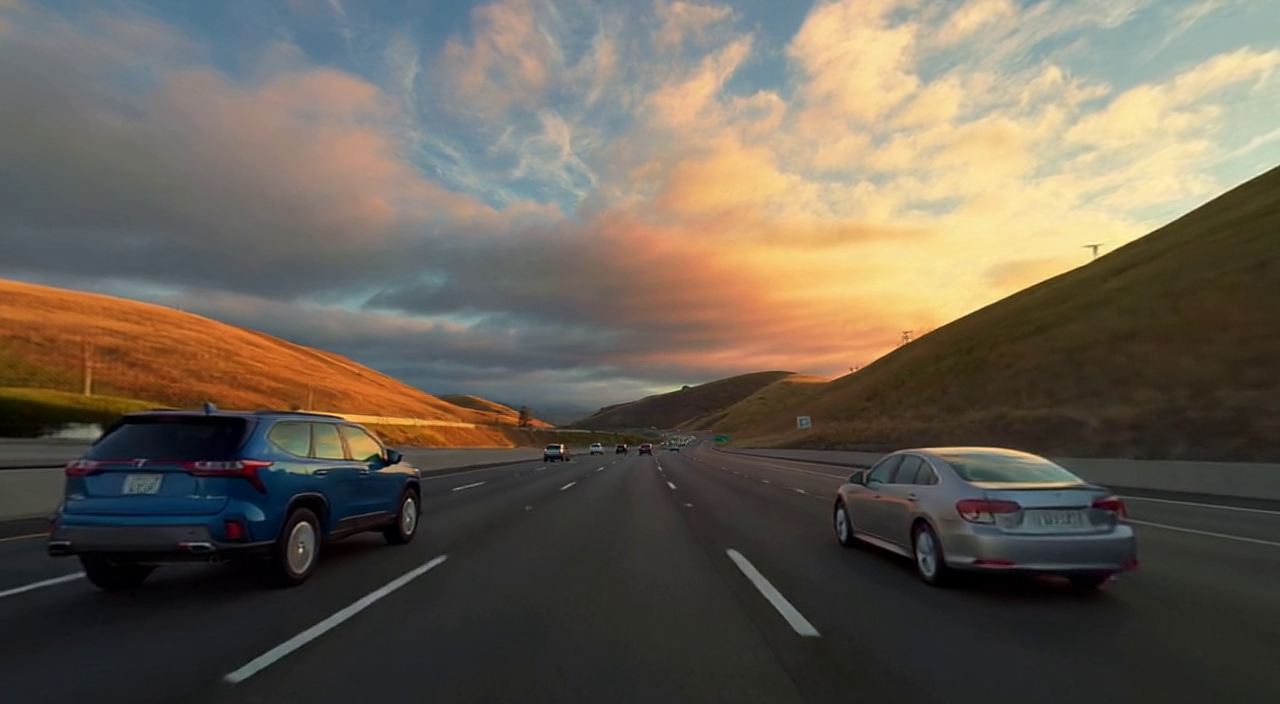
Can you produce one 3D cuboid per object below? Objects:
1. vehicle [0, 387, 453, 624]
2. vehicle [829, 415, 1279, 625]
[{"bbox_3d":[-3.827,1.467,7.009,2.047,1.715,4.689,0,-9,0],"label":"vehicle"},{"bbox_3d":[3.658,1.539,6.768,1.847,1.493,4.303,0,-9,-1],"label":"vehicle"}]
